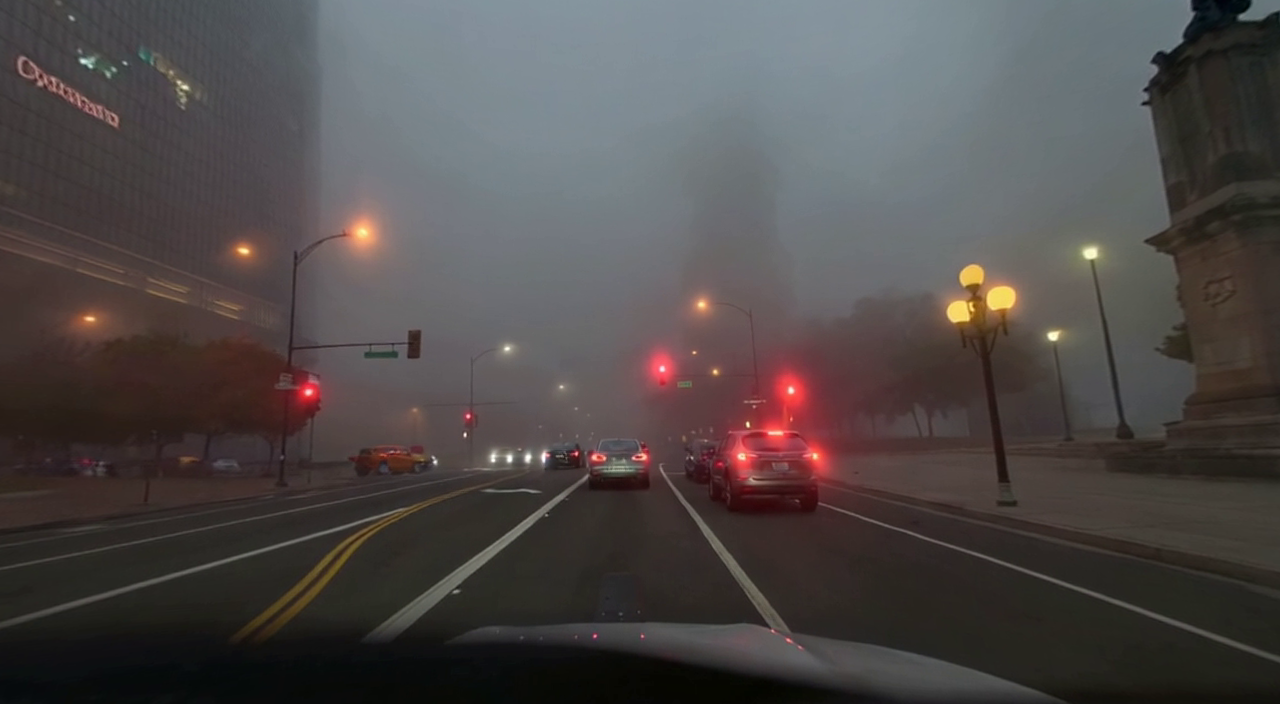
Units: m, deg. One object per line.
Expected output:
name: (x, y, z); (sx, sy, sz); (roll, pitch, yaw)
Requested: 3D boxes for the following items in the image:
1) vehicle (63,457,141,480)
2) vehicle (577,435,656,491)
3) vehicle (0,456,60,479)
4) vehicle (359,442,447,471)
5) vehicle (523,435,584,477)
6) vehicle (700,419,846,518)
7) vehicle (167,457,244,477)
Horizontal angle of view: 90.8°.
vehicle: (-40.230, 8.737, 47.293); (4.224, 1.622, 1.808); (0, -9, 2)
vehicle: (-0.615, 3.273, 18.966); (2.096, 1.492, 4.071); (0, -8, 0)
vehicle: (-45.770, 8.584, 46.958); (3.671, 1.498, 1.670); (2, -10, 4)
vehicle: (-15.305, 6.752, 41.007); (4.855, 1.769, 2.071); (0, -9, -4)
vehicle: (-3.600, 4.417, 27.143); (2.045, 1.633, 4.864); (0, -8, -2)
vehicle: (2.609, 2.432, 13.673); (2.096, 1.775, 4.440); (0, -9, -1)
vehicle: (-32.396, 8.571, 47.174); (4.392, 1.427, 1.764); (0, -9, 0)
